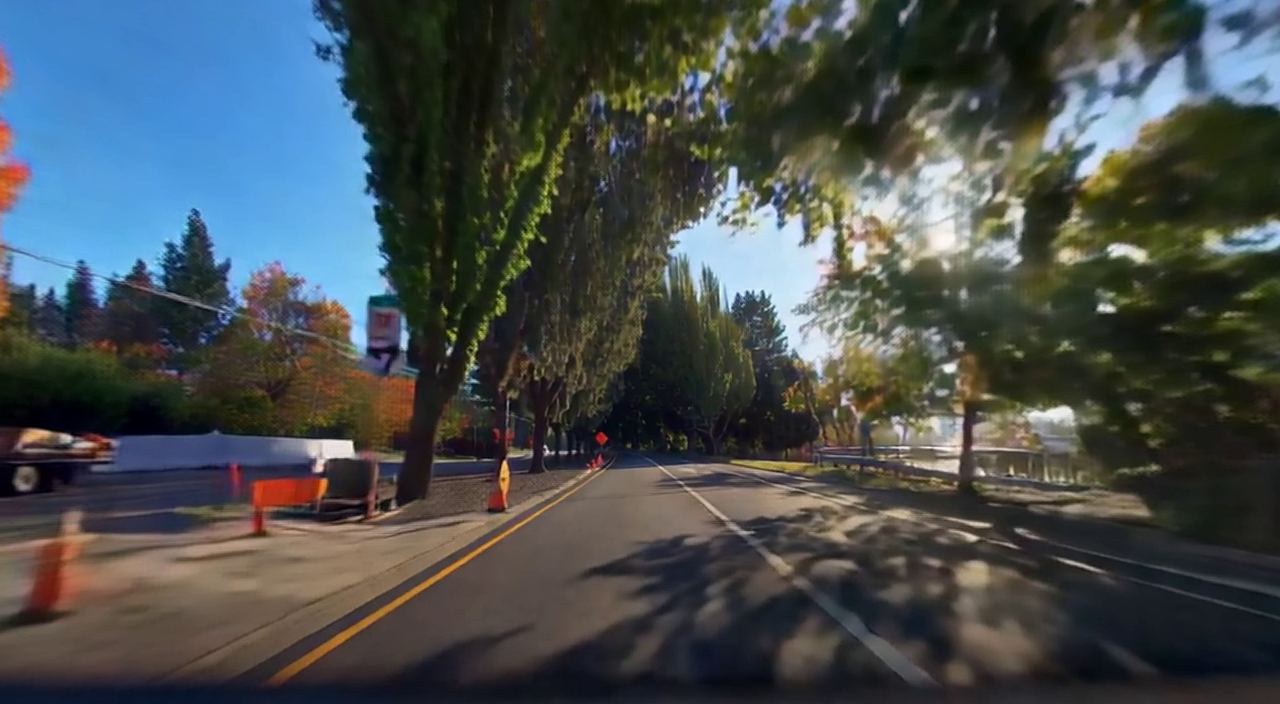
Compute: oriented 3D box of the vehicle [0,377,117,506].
[{"bbox_3d":[-19.104,2.179,15.437,2.956,3.466,10.408,-1,-9,5],"label":"vehicle"}]
